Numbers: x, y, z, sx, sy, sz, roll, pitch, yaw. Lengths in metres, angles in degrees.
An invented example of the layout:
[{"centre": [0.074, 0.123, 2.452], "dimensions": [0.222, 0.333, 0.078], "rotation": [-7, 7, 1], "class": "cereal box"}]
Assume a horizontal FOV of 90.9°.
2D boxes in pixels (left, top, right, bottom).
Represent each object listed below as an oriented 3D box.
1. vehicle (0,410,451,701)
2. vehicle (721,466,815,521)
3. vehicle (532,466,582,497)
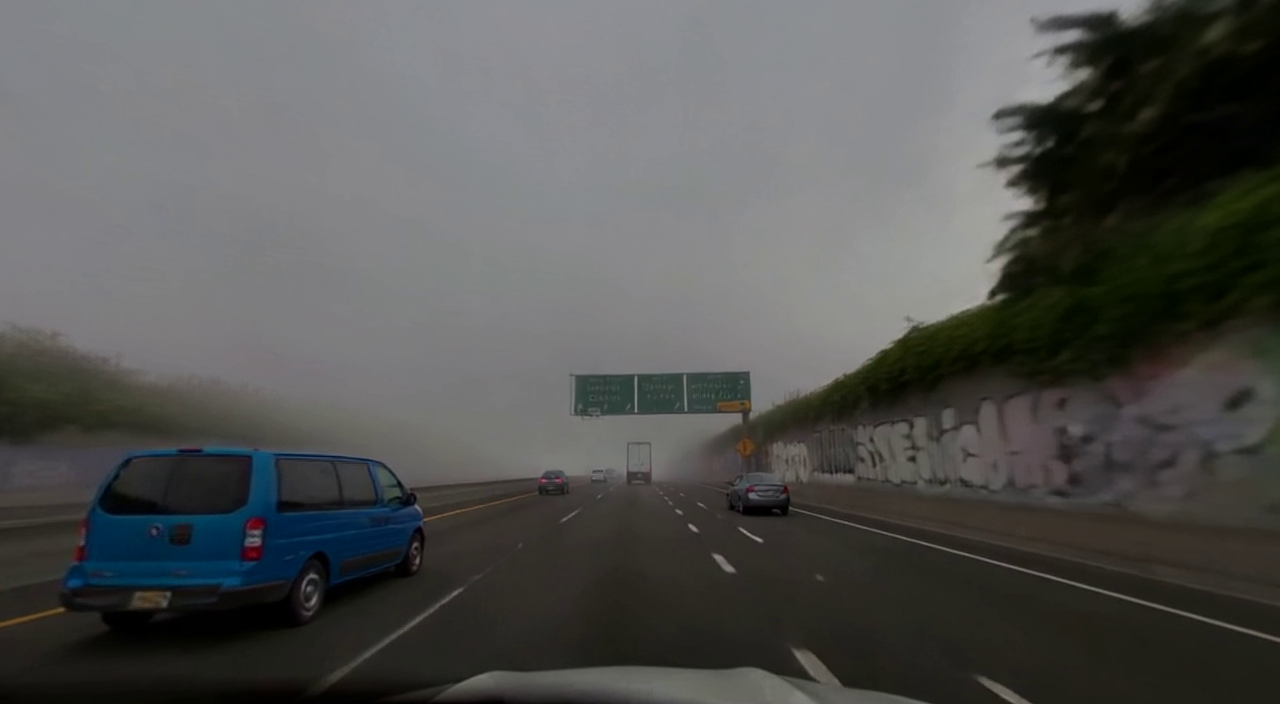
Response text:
[{"centre": [-3.478, 1.558, 5.878], "dimensions": [2.004, 1.610, 4.508], "rotation": [1, -11, 0], "class": "vehicle"}, {"centre": [3.783, 4.269, 19.394], "dimensions": [1.917, 1.458, 4.199], "rotation": [1, -11, -2], "class": "vehicle"}, {"centre": [-4.260, 6.692, 32.816], "dimensions": [2.054, 1.443, 4.131], "rotation": [1, -11, -1], "class": "vehicle"}]
